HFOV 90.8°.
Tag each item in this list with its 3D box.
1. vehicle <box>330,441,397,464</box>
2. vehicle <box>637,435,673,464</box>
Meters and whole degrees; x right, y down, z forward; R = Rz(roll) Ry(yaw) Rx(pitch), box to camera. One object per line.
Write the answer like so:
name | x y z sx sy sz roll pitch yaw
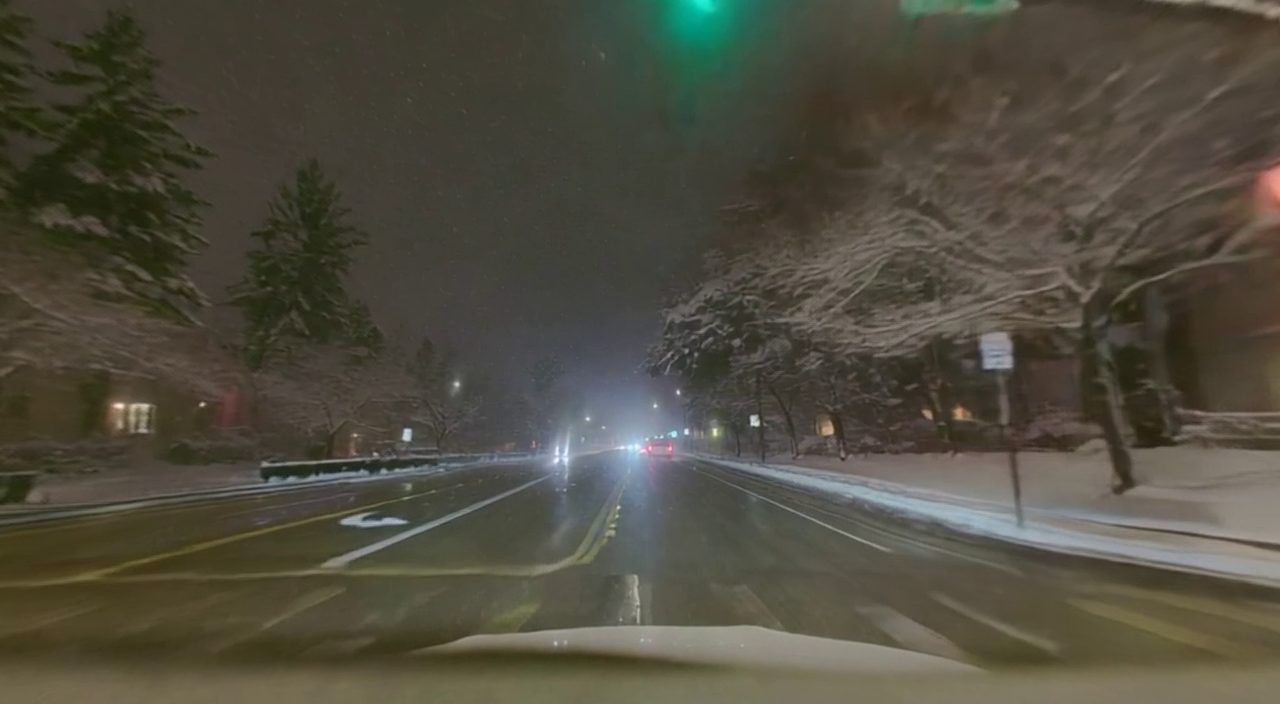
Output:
vehicle | -20.939 7.634 47.966 4.206 1.721 1.807 0 -8 0
vehicle | 0.940 6.496 42.148 2.215 1.799 4.426 0 -8 -1
